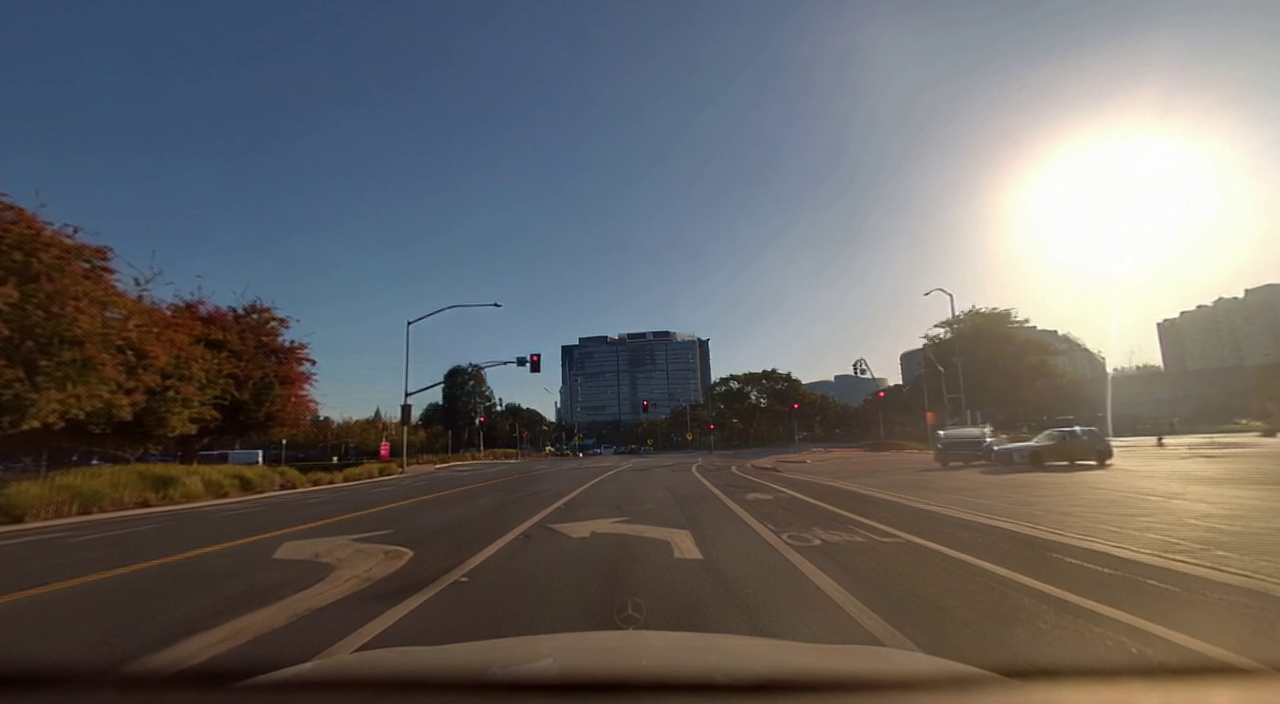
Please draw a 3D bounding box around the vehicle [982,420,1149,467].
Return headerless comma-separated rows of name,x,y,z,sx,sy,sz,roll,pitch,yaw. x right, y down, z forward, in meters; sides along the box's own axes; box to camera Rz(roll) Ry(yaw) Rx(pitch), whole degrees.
vehicle,14.010,3.051,20.955,4.167,1.476,1.871,0,-8,-1
